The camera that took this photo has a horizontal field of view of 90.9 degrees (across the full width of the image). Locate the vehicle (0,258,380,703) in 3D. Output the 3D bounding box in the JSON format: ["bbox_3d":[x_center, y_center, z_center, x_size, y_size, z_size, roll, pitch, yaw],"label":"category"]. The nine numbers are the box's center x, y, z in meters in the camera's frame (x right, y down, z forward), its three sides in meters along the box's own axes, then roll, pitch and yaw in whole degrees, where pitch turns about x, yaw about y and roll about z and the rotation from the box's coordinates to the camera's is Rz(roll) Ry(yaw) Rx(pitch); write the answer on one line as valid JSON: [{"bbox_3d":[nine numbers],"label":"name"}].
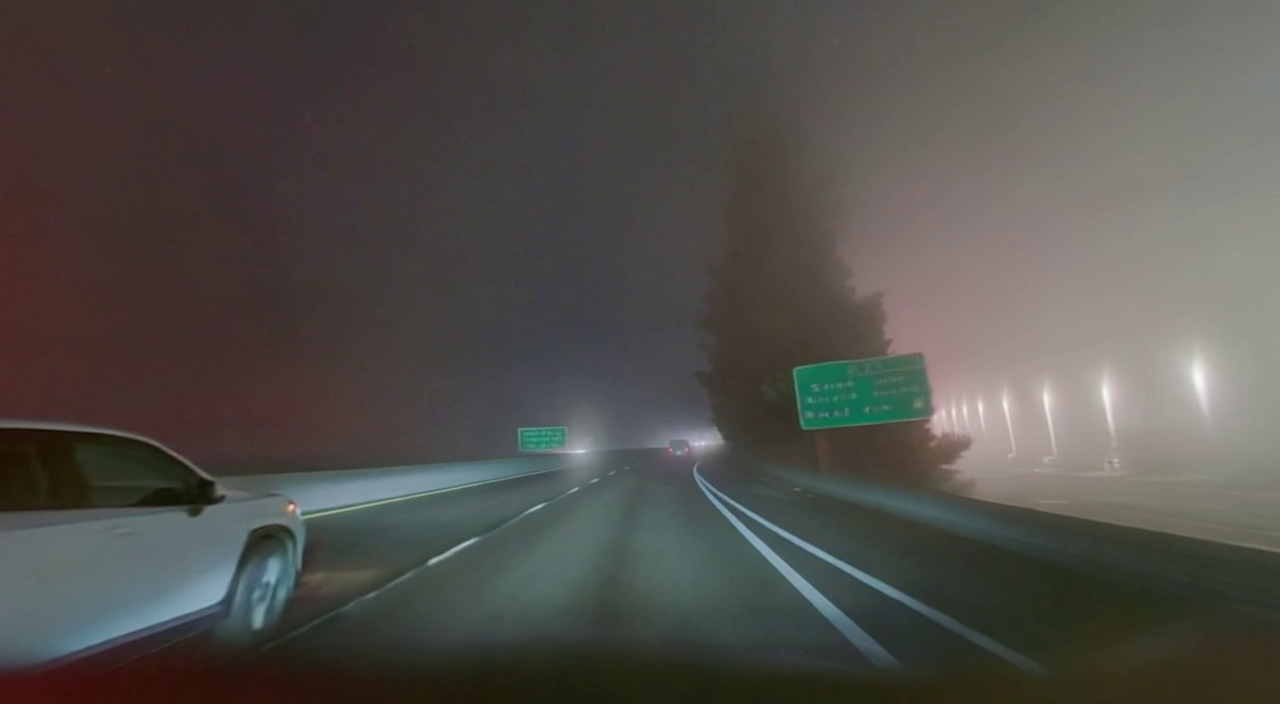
[{"bbox_3d":[-3.248,0.619,2.189,2.143,1.851,5.817,0,-9,1],"label":"vehicle"}]
